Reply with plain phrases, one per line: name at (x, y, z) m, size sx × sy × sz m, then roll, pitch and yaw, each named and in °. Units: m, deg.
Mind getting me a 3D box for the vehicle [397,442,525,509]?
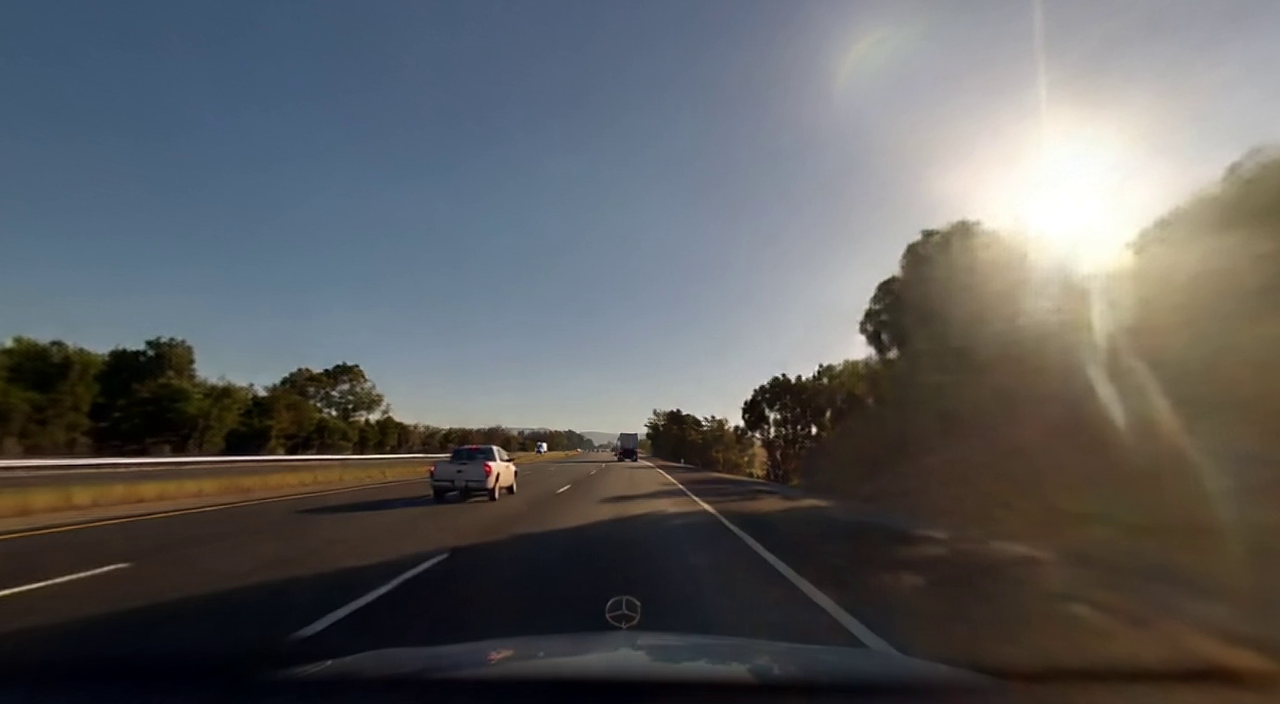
vehicle at (-4.734, 3.324, 17.601) m, size 2.108 × 1.573 × 5.000 m, roll 0°, pitch -9°, yaw 0°
